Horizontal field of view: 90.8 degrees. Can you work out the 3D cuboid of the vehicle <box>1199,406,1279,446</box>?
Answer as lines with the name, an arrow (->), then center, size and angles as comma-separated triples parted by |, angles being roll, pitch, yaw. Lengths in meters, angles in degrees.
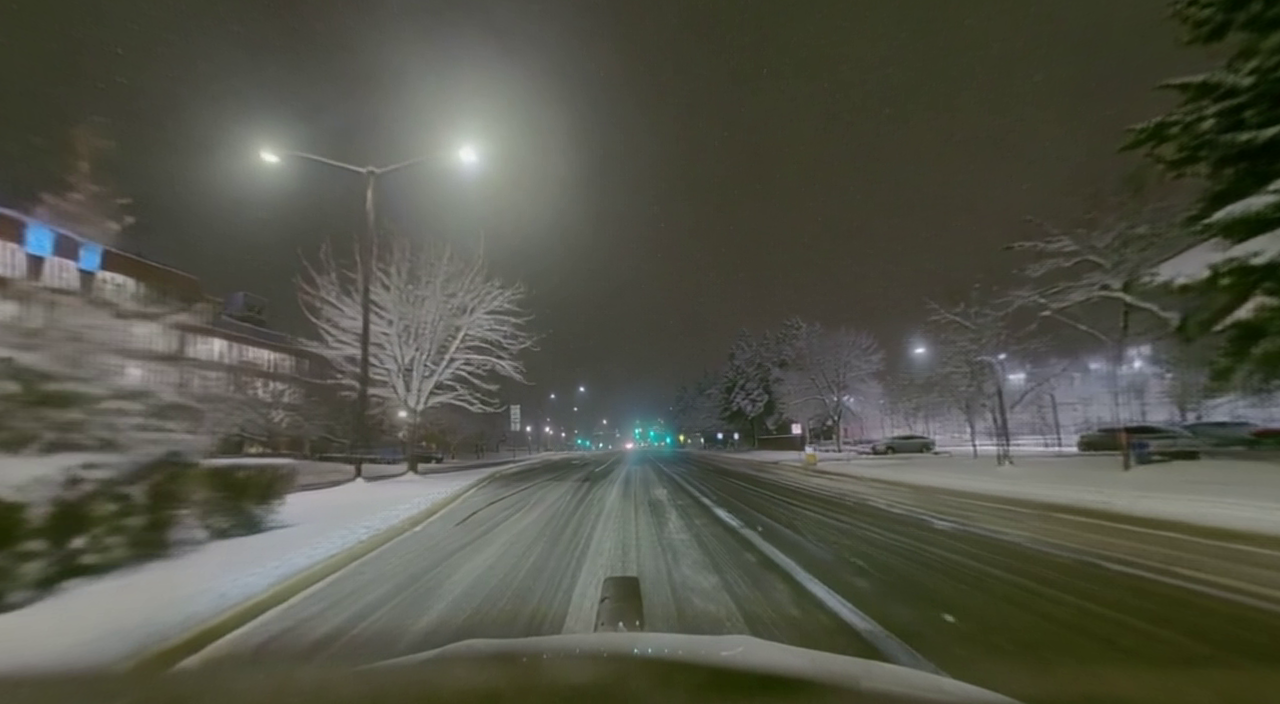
vehicle -> 31.285, 3.729, 31.765 | 2.007, 1.782, 4.355 | -3, -10, -5

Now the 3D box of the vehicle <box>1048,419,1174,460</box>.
vehicle -> 22.913, 4.332, 31.062 | 2.133, 1.853, 5.009 | 0, -8, -2

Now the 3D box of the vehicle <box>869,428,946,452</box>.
vehicle -> 20.013, 6.609, 47.359 | 4.656, 1.752, 2.309 | 1, -8, -4

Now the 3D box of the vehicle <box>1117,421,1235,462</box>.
vehicle -> 25.810, 4.355, 30.629 | 1.874, 1.808, 4.159 | 0, -8, -3
